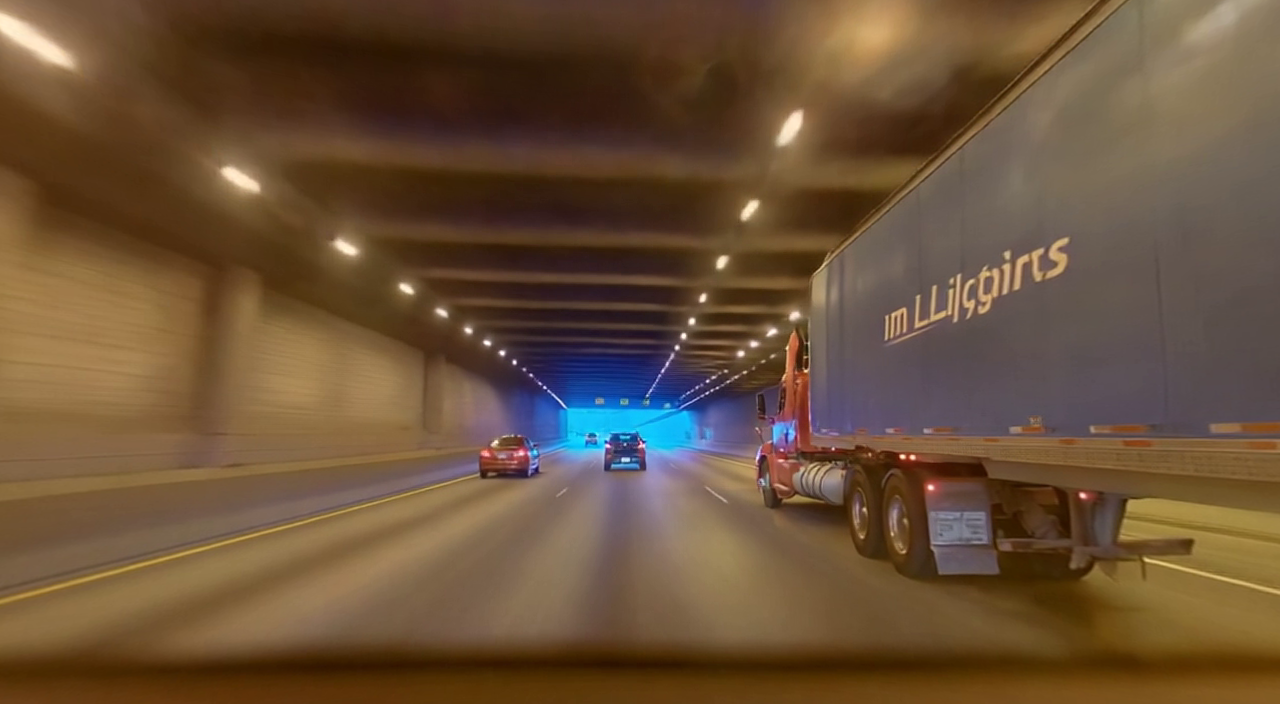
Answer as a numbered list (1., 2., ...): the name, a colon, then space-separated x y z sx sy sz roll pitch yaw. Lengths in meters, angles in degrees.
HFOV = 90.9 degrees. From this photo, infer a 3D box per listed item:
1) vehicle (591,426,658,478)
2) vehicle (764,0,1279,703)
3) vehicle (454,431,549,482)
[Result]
1. vehicle: -0.509 3.382 21.545 2.094 1.600 3.666 0 -8 -1
2. vehicle: 3.858 -0.053 4.553 2.842 4.108 14.081 0 -8 -1
3. vehicle: -4.226 3.247 20.013 2.019 1.435 4.317 0 -8 0
